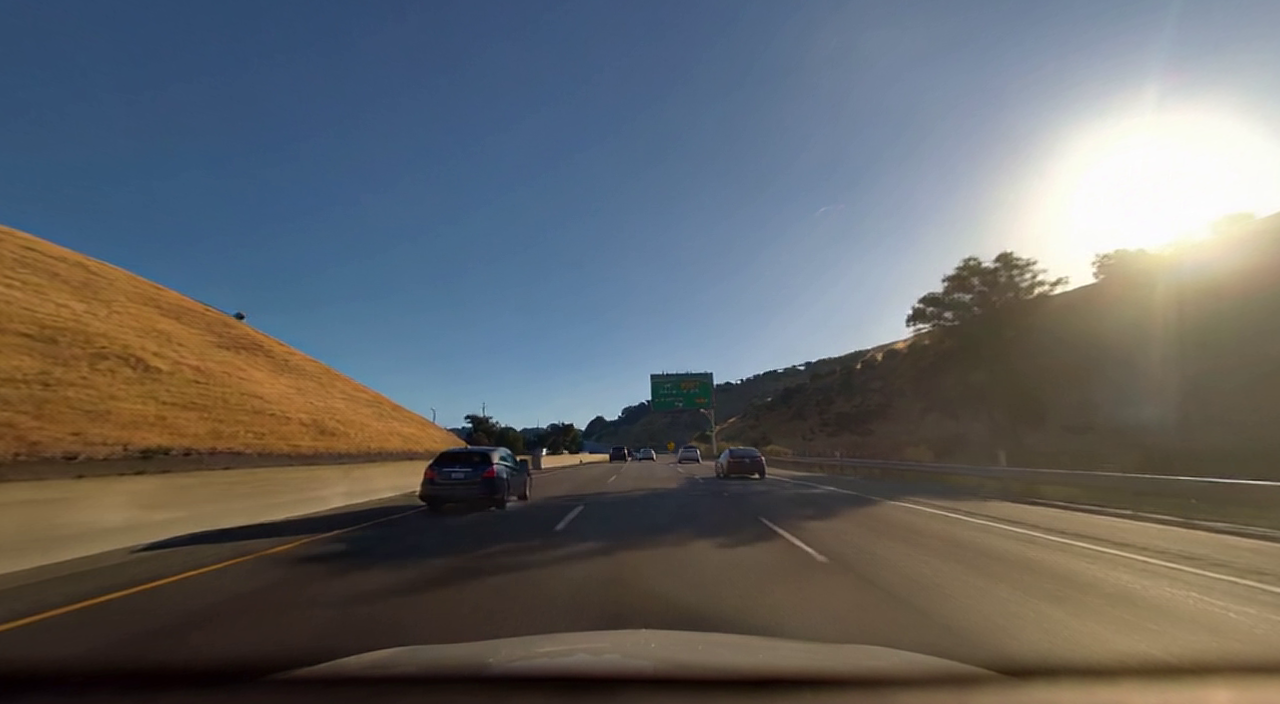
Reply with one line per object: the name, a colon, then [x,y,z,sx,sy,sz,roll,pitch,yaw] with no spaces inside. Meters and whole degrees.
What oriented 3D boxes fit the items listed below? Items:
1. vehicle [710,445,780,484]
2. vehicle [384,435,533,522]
vehicle: [3.886,4.199,23.862,1.976,1.352,3.602,0,-8,-1]
vehicle: [-3.558,2.543,13.210,1.910,1.521,3.930,0,-8,1]
